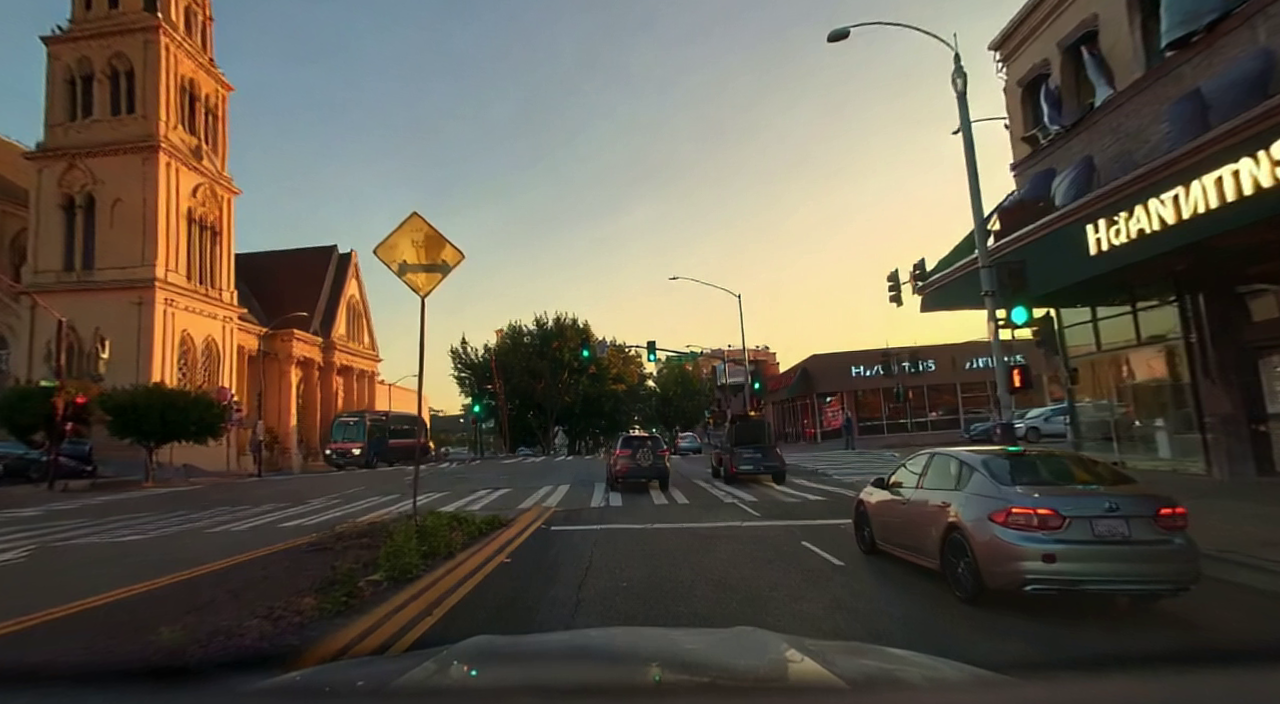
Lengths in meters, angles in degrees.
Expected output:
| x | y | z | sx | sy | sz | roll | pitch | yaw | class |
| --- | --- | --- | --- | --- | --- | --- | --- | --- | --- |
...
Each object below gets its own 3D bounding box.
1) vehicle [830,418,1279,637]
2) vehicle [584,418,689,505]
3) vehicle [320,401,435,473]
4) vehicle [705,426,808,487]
| x | y | z | sx | sy | sz | roll | pitch | yaw | class |
| --- | --- | --- | --- | --- | --- | --- | --- | --- | --- |
| 3.651 | 1.525 | 6.592 | 1.883 | 1.472 | 4.471 | 0 | -8 | -1 | vehicle |
| -0.176 | 2.576 | 15.204 | 2.168 | 1.776 | 4.135 | 0 | -8 | -3 | vehicle |
| -15.346 | 5.142 | 37.932 | 3.126 | 3.773 | 8.662 | 0 | -8 | 0 | vehicle |
| 3.122 | 2.918 | 17.883 | 1.890 | 1.491 | 4.166 | 0 | -8 | -4 | vehicle |
